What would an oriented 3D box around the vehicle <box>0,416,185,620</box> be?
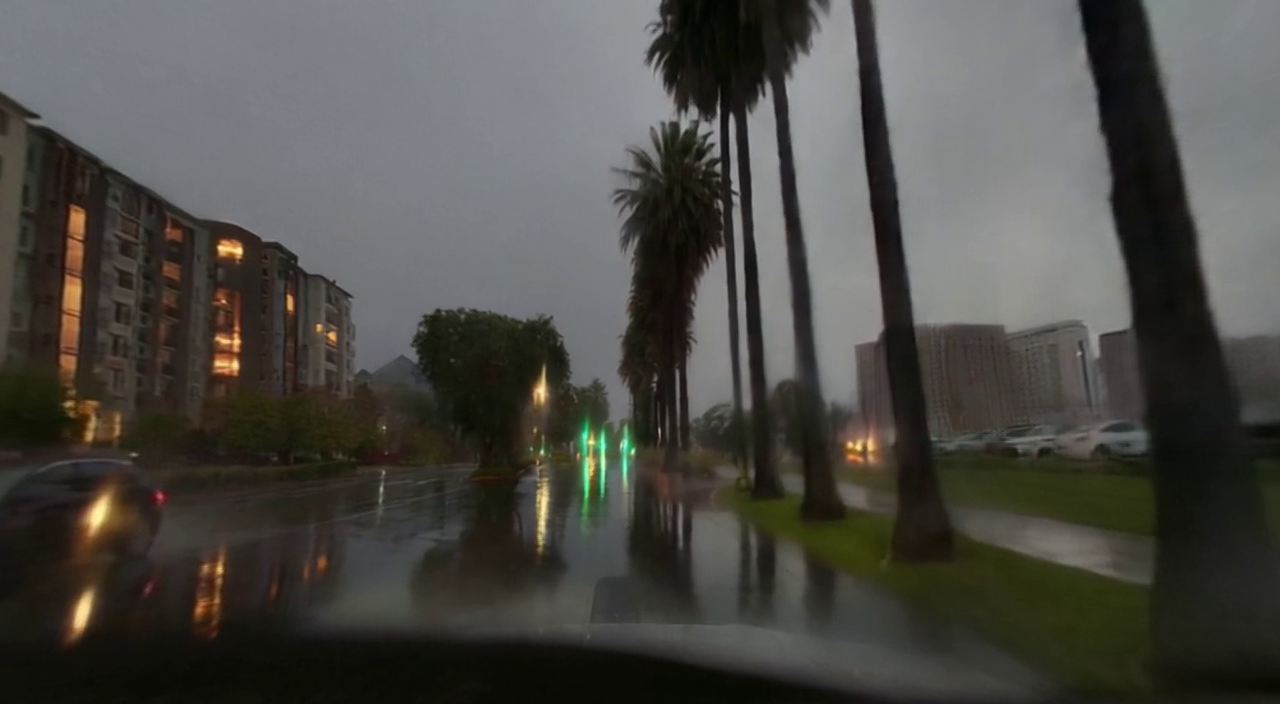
[{"bbox_3d":[-7.161,1.470,5.534,4.803,1.520,1.894,-2,-7,-6],"label":"vehicle"}]
